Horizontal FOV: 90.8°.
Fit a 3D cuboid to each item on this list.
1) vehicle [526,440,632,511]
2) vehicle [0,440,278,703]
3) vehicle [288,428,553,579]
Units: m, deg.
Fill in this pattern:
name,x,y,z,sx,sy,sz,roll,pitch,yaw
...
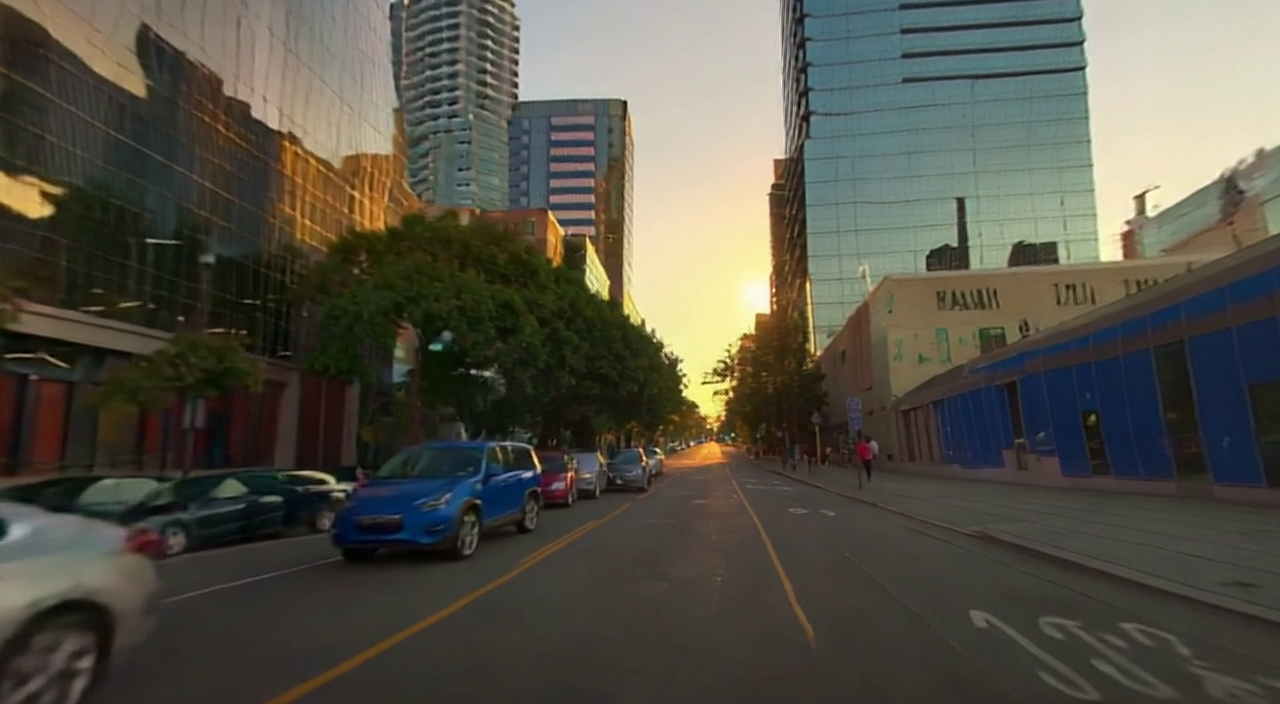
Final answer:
name,x,y,z,sx,sy,sz,roll,pitch,yaw
vehicle,-1.666,3.641,19.136,2.225,1.848,4.472,-1,-9,8
vehicle,-3.973,1.092,2.235,2.017,1.558,4.888,-1,-9,8
vehicle,-3.057,2.229,10.144,2.173,1.814,4.573,-1,-9,7
